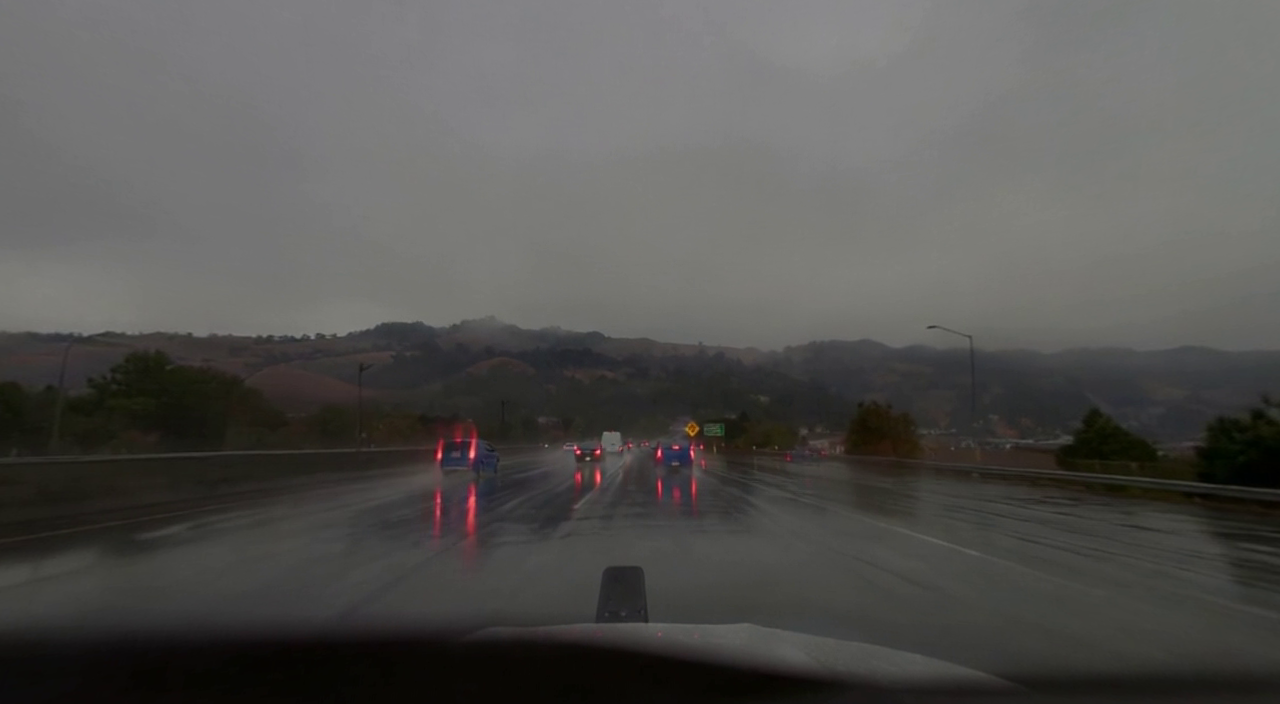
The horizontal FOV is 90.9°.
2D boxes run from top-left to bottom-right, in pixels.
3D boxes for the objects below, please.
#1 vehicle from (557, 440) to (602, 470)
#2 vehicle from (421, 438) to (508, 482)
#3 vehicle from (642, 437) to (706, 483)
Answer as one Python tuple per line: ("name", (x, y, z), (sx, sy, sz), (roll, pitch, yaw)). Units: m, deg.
("vehicle", (-3.187, 5.543, 34.157), (1.990, 1.501, 4.250), (0, -8, 1))
("vehicle", (-6.706, 4.163, 24.713), (2.012, 1.504, 4.729), (0, -8, 1))
("vehicle", (1.127, 3.895, 23.157), (2.050, 1.491, 4.362), (0, -8, -1))
